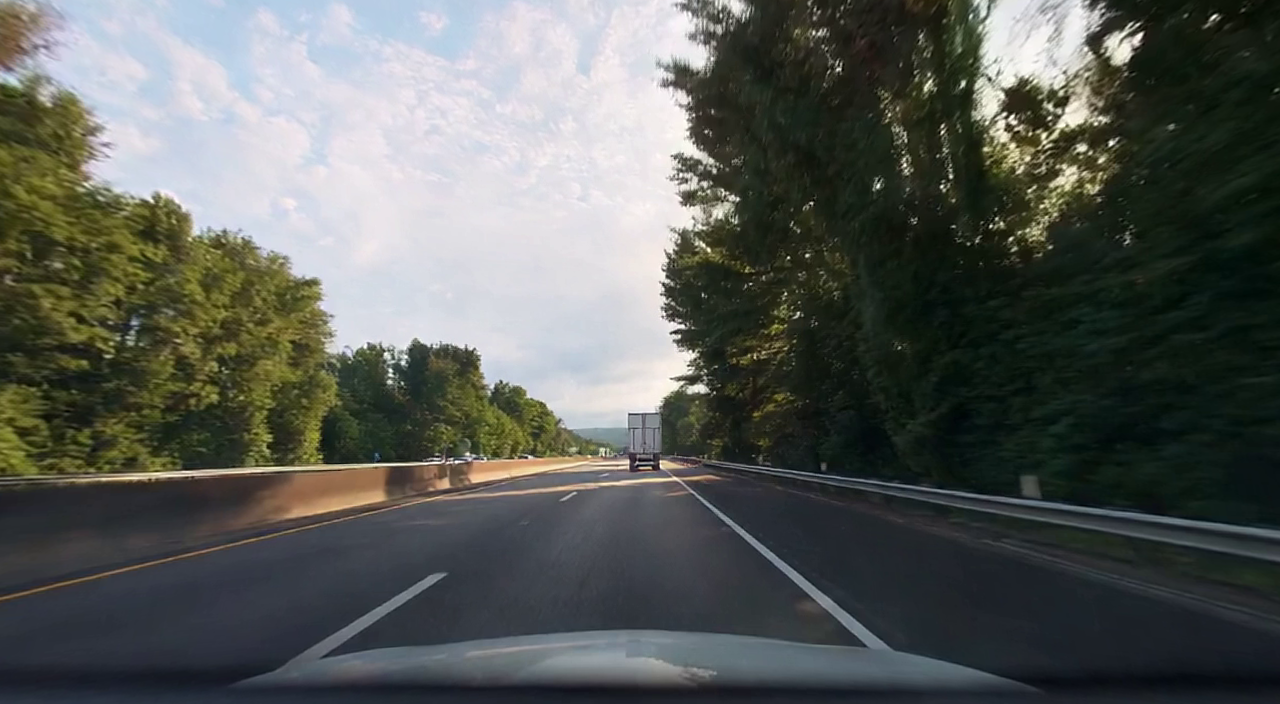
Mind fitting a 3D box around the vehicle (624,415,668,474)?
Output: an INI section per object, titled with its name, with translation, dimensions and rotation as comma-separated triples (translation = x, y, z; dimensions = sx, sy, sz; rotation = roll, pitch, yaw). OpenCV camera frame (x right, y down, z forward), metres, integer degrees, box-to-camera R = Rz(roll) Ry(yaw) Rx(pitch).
[vehicle]
translation = 0.453, 7.121, 48.305
dimensions = 3.024, 3.965, 10.399
rotation = 0, -9, 0
